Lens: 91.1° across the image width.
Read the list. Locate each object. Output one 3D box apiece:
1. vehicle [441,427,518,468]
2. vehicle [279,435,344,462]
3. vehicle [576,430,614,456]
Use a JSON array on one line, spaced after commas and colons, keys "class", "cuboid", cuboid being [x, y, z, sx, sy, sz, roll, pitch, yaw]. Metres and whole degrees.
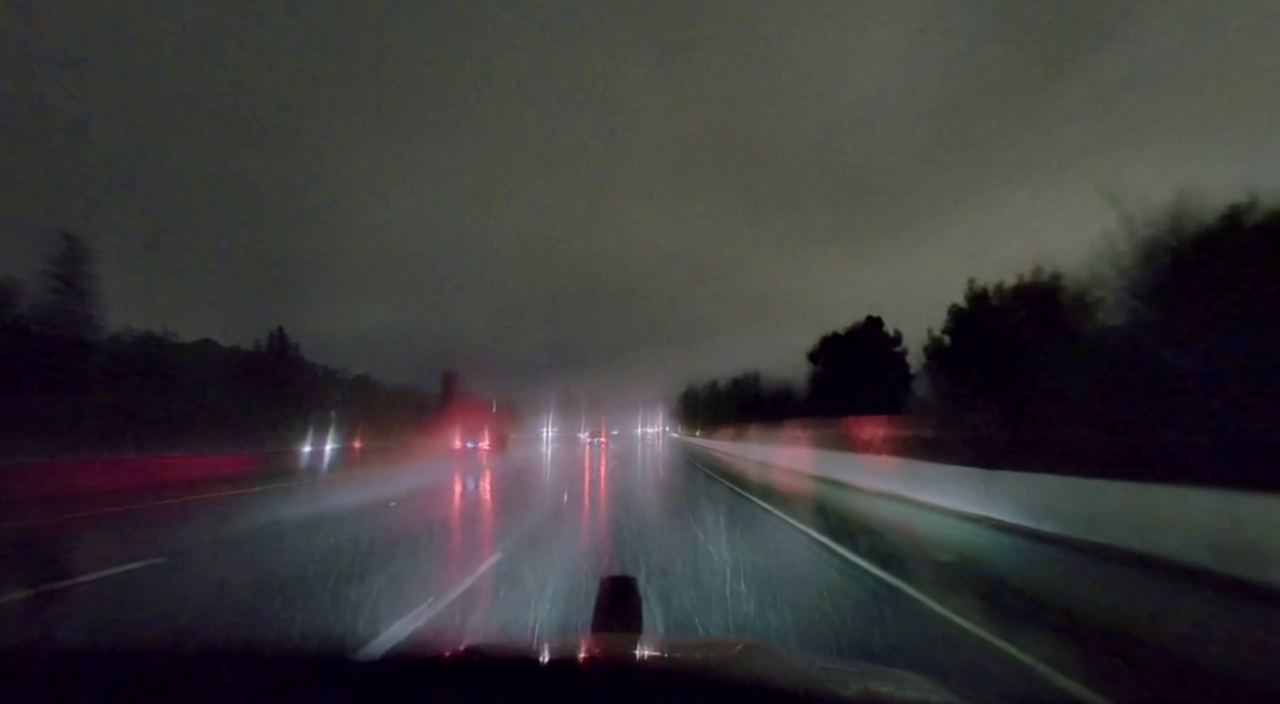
[{"class": "vehicle", "cuboid": [-6.882, 4.127, 27.499, 2.113, 1.632, 4.409, 0, -8, 1]}, {"class": "vehicle", "cuboid": [-23.774, 6.969, 45.725, 2.071, 1.800, 4.743, 0, -8, 1]}, {"class": "vehicle", "cuboid": [-2.888, 5.977, 41.356, 2.064, 1.571, 4.225, 0, -8, 1]}]
